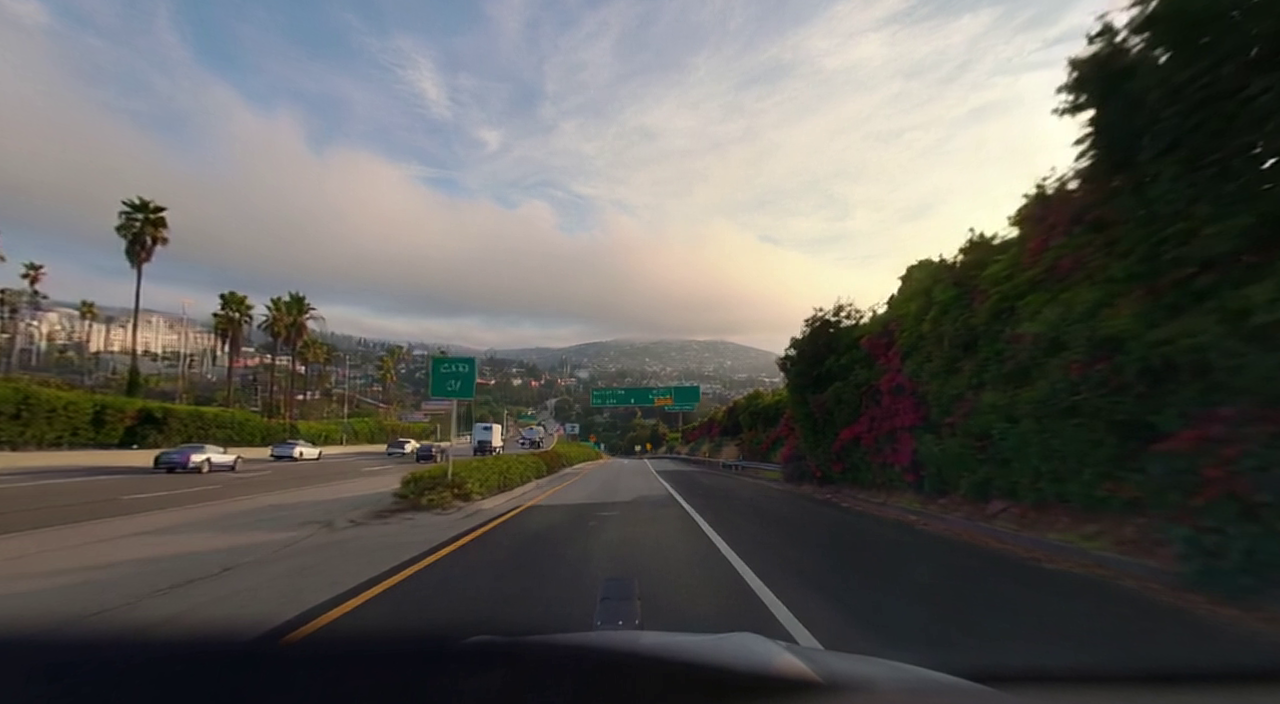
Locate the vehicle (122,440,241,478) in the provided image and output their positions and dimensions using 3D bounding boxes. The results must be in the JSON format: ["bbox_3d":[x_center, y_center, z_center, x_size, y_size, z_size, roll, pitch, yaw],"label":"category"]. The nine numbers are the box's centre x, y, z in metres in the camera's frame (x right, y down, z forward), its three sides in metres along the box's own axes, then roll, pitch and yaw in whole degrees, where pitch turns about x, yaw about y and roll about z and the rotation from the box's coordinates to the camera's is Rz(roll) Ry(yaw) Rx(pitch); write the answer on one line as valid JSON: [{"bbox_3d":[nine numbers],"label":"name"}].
[{"bbox_3d":[-19.751,4.624,27.505,1.933,1.496,4.516,0,-8,-3],"label":"vehicle"}]

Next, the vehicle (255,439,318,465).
[{"bbox_3d":[-24.424,6.931,43.865,1.998,1.648,4.495,0,-8,-4],"label":"vehicle"}]

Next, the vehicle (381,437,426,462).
[{"bbox_3d":[-16.961,6.997,45.510,1.919,1.658,4.084,0,-8,-4],"label":"vehicle"}]
